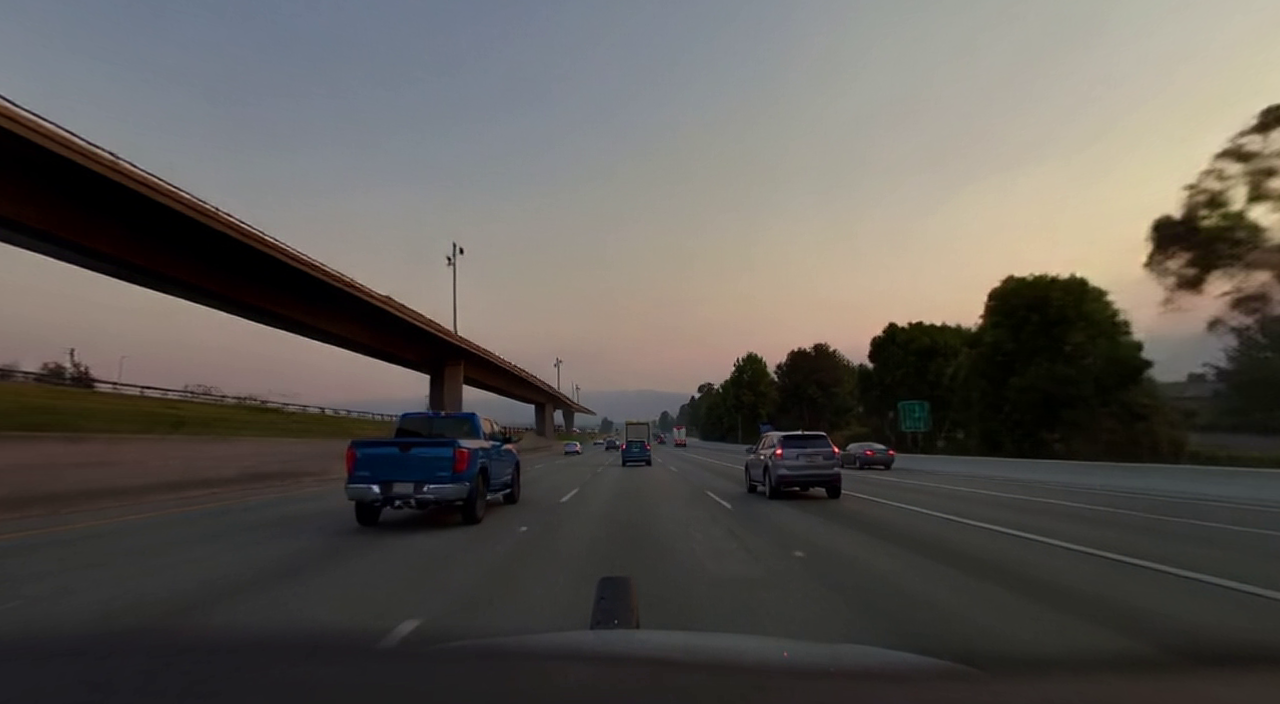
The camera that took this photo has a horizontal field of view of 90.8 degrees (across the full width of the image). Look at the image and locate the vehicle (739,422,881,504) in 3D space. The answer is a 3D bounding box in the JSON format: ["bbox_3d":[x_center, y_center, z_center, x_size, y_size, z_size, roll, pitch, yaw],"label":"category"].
[{"bbox_3d":[3.795,2.579,14.961,2.119,1.653,4.000,0,-9,-2],"label":"vehicle"}]

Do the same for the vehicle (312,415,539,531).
[{"bbox_3d":[-3.603,2.189,12.005,2.535,1.715,5.030,0,-9,0],"label":"vehicle"}]

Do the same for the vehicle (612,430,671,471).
[{"bbox_3d":[0.063,4.802,30.886,2.572,1.837,5.693,0,-9,0],"label":"vehicle"}]

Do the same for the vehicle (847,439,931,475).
[{"bbox_3d":[11.127,4.710,28.592,1.961,1.480,4.331,0,-9,-1],"label":"vehicle"}]
